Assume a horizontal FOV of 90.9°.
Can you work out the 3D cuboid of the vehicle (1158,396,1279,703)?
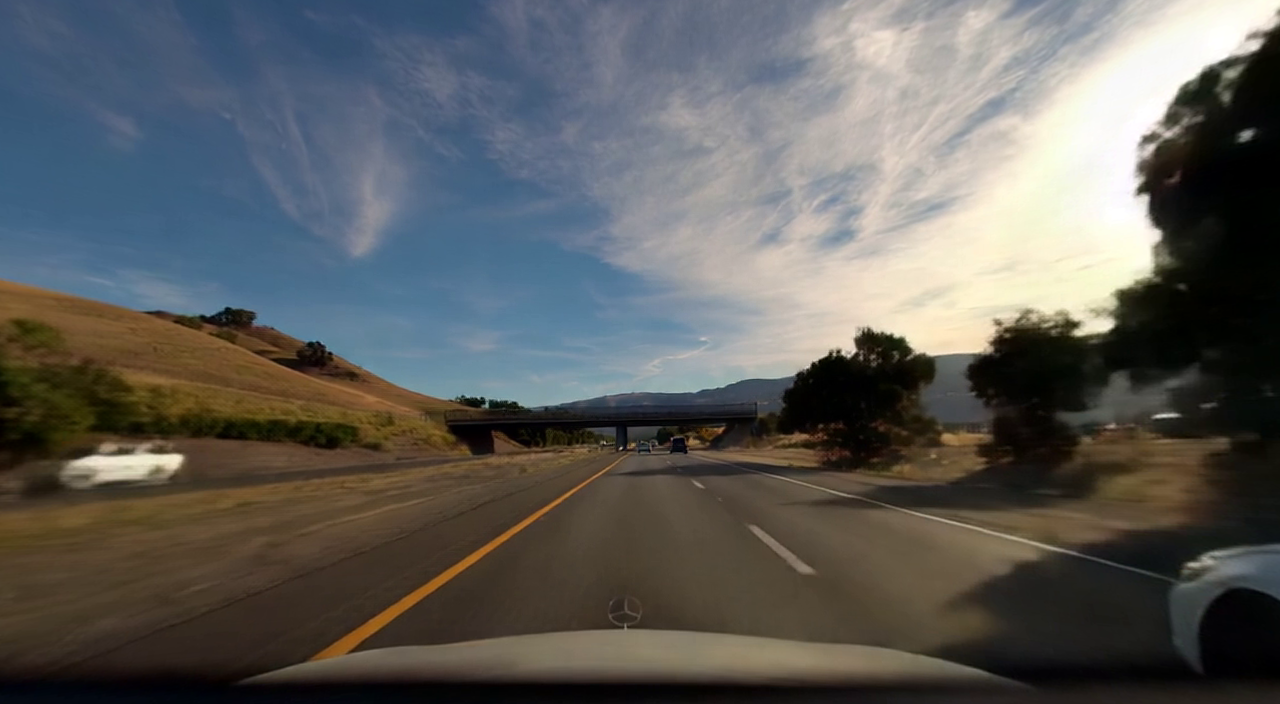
[{"bbox_3d":[3.853,0.678,0.996,2.027,1.487,4.718,0,-8,0],"label":"vehicle"}]

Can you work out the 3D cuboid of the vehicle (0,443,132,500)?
[{"bbox_3d":[-21.502,4.265,23.064,1.932,1.831,4.705,0,-8,-1],"label":"vehicle"}]

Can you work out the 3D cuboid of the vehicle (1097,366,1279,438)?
[{"bbox_3d":[41.790,3.629,43.820,3.080,4.623,16.271,4,-9,-26],"label":"vehicle"}]
